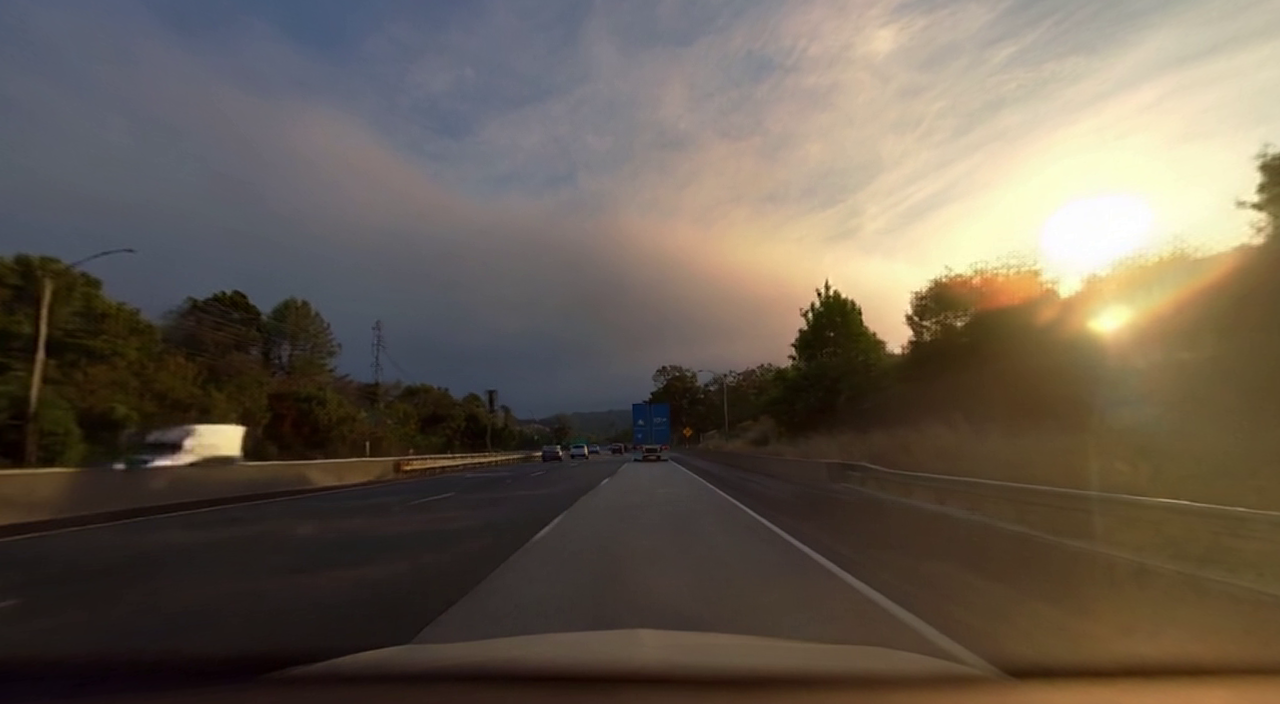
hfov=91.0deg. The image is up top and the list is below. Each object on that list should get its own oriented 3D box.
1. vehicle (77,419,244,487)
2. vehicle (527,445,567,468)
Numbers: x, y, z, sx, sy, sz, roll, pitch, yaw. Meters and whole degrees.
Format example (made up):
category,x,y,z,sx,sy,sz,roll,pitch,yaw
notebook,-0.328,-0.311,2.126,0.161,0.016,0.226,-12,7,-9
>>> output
category,x,y,z,sx,sy,sz,roll,pitch,yaw
vehicle,-20.153,4.264,26.981,2.292,2.558,5.893,0,-8,1
vehicle,-6.470,7.321,44.426,2.017,1.517,4.766,0,-8,1
